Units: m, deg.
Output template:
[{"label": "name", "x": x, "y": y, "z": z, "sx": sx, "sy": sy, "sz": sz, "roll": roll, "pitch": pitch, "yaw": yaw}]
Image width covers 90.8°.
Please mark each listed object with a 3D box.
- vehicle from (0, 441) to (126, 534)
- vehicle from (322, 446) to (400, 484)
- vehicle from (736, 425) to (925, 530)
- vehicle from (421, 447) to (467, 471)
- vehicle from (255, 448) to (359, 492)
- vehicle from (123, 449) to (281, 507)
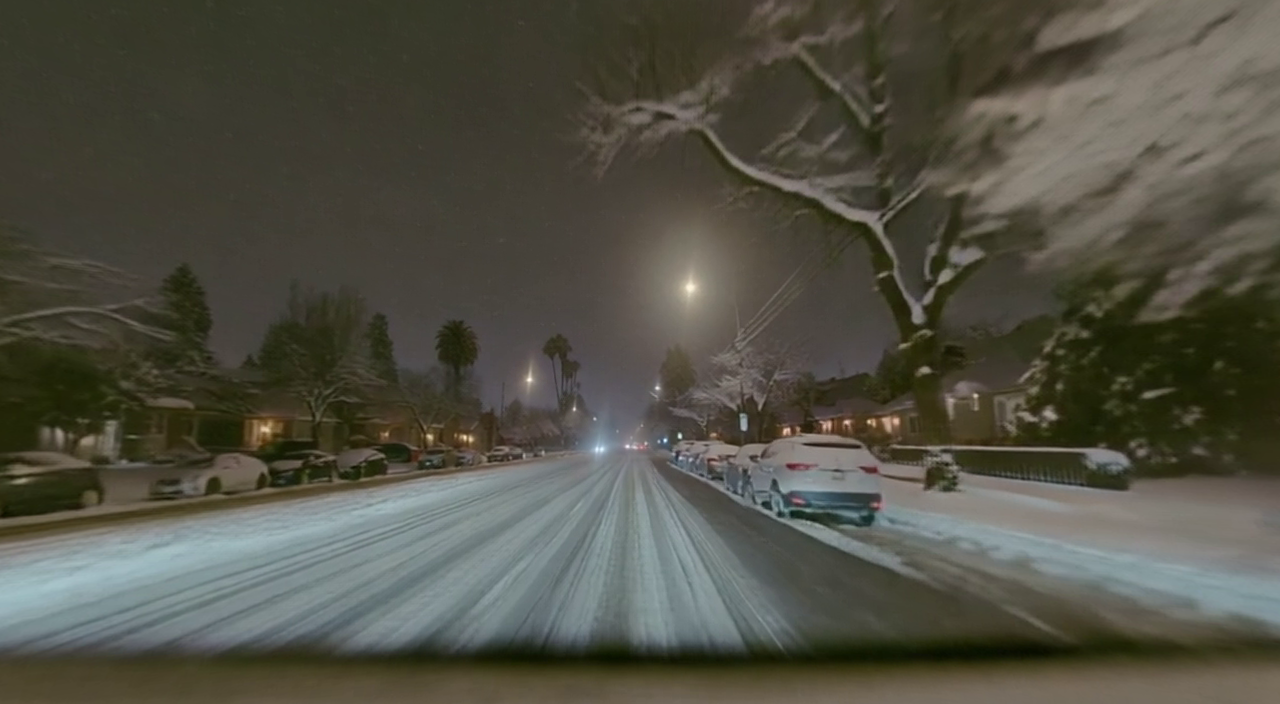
[{"label": "vehicle", "x": -13.563, "y": 2.828, "z": 13.367, "sx": 1.844, "sy": 1.764, "sz": 4.183, "roll": -1, "pitch": -7, "yaw": -1}, {"label": "vehicle", "x": -13.768, "y": 5.580, "z": 31.459, "sx": 1.876, "sy": 1.610, "sz": 4.467, "roll": -1, "pitch": -7, "yaw": -1}, {"label": "vehicle", "x": 3.527, "y": 2.464, "z": 13.031, "sx": 2.221, "sy": 1.718, "sz": 5.192, "roll": 0, "pitch": -9, "yaw": -1}, {"label": "vehicle", "x": -13.960, "y": 7.642, "z": 45.268, "sx": 1.970, "sy": 1.525, "sz": 4.420, "roll": 0, "pitch": -8, "yaw": -2}, {"label": "vehicle", "x": -13.641, "y": 4.819, "z": 26.214, "sx": 1.899, "sy": 1.474, "sz": 4.529, "roll": -1, "pitch": -7, "yaw": 0}, {"label": "vehicle", "x": -13.631, "y": 3.904, "z": 20.073, "sx": 1.921, "sy": 1.498, "sz": 4.460, "roll": 0, "pitch": -7, "yaw": -1}]
